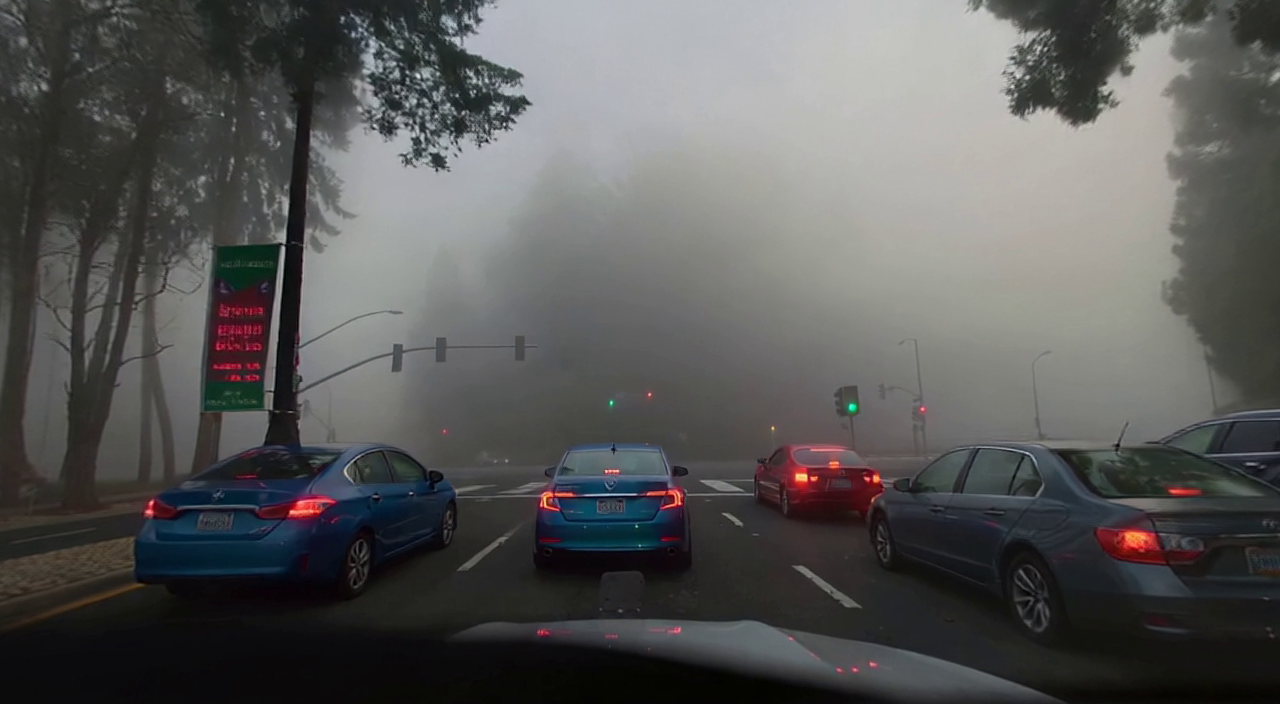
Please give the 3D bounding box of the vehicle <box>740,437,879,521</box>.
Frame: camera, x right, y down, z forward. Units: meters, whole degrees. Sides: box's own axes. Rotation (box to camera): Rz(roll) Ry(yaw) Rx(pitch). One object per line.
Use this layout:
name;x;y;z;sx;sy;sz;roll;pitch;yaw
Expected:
vehicle;3.398;2.607;13.486;1.852;1.498;3.825;0;-9;0

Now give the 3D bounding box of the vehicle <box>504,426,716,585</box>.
vehicle;-0.307;1.722;7.837;1.994;1.479;3.647;0;-9;-1

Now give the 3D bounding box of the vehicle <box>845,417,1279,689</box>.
vehicle;3.598;1.438;5.760;1.953;1.471;4.470;0;-9;0

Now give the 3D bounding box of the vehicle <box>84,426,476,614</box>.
vehicle;-3.369;1.629;7.083;1.929;1.457;4.136;0;-9;0
